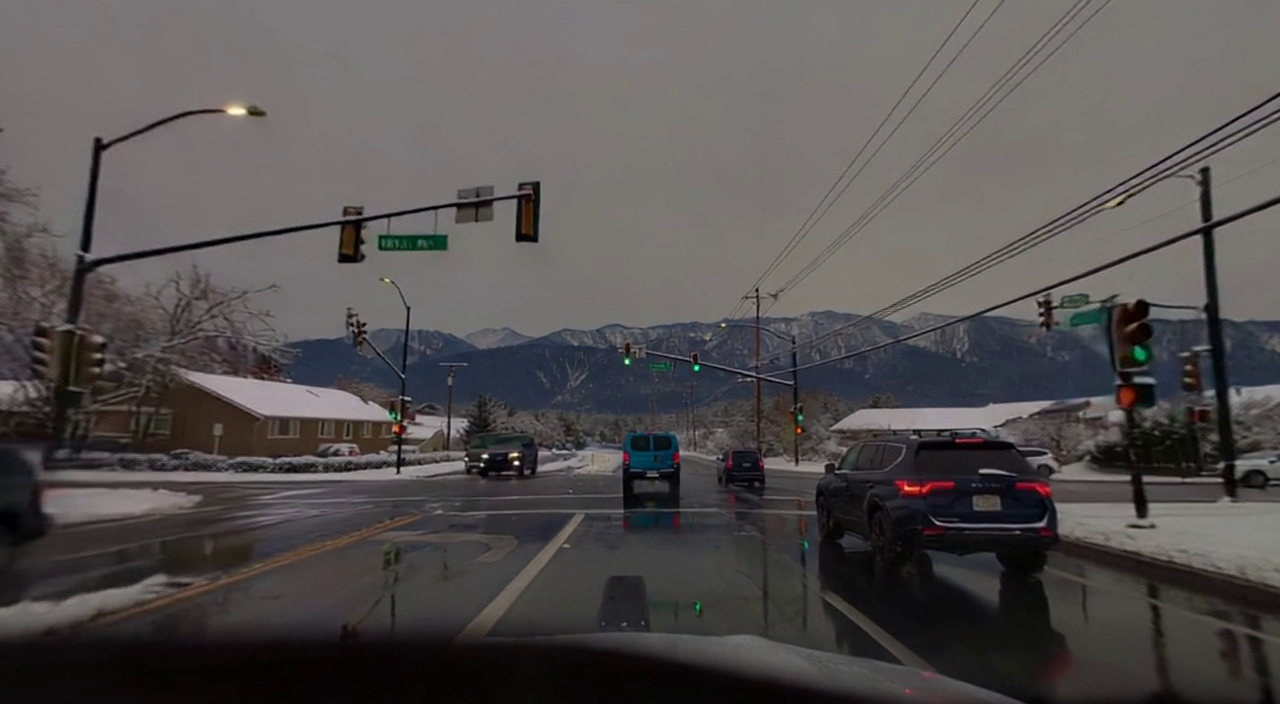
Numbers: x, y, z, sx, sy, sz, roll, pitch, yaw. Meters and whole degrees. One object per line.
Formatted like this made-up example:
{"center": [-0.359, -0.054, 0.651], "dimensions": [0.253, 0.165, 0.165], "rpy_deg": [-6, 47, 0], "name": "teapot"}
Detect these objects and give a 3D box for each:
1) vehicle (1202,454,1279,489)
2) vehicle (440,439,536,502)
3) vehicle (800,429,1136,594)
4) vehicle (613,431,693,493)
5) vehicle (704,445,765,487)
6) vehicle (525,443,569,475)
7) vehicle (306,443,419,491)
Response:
{"center": [29.145, 5.453, 28.935], "dimensions": [4.649, 1.481, 2.019], "rpy_deg": [0, -9, 1], "name": "vehicle"}
{"center": [-4.960, 3.676, 20.082], "dimensions": [2.059, 1.749, 4.458], "rpy_deg": [4, -9, -25], "name": "vehicle"}
{"center": [3.951, 1.980, 8.842], "dimensions": [2.155, 1.658, 4.721], "rpy_deg": [0, -8, 0], "name": "vehicle"}
{"center": [0.445, 4.011, 23.420], "dimensions": [2.636, 2.011, 5.130], "rpy_deg": [0, -8, 0], "name": "vehicle"}
{"center": [3.901, 4.776, 26.794], "dimensions": [1.957, 1.646, 4.355], "rpy_deg": [0, -8, 0], "name": "vehicle"}
{"center": [-5.568, 6.426, 38.073], "dimensions": [1.983, 1.801, 4.391], "rpy_deg": [0, -8, 0], "name": "vehicle"}
{"center": [-11.860, 4.848, 26.931], "dimensions": [4.530, 1.864, 1.999], "rpy_deg": [-5, -10, 29], "name": "vehicle"}
